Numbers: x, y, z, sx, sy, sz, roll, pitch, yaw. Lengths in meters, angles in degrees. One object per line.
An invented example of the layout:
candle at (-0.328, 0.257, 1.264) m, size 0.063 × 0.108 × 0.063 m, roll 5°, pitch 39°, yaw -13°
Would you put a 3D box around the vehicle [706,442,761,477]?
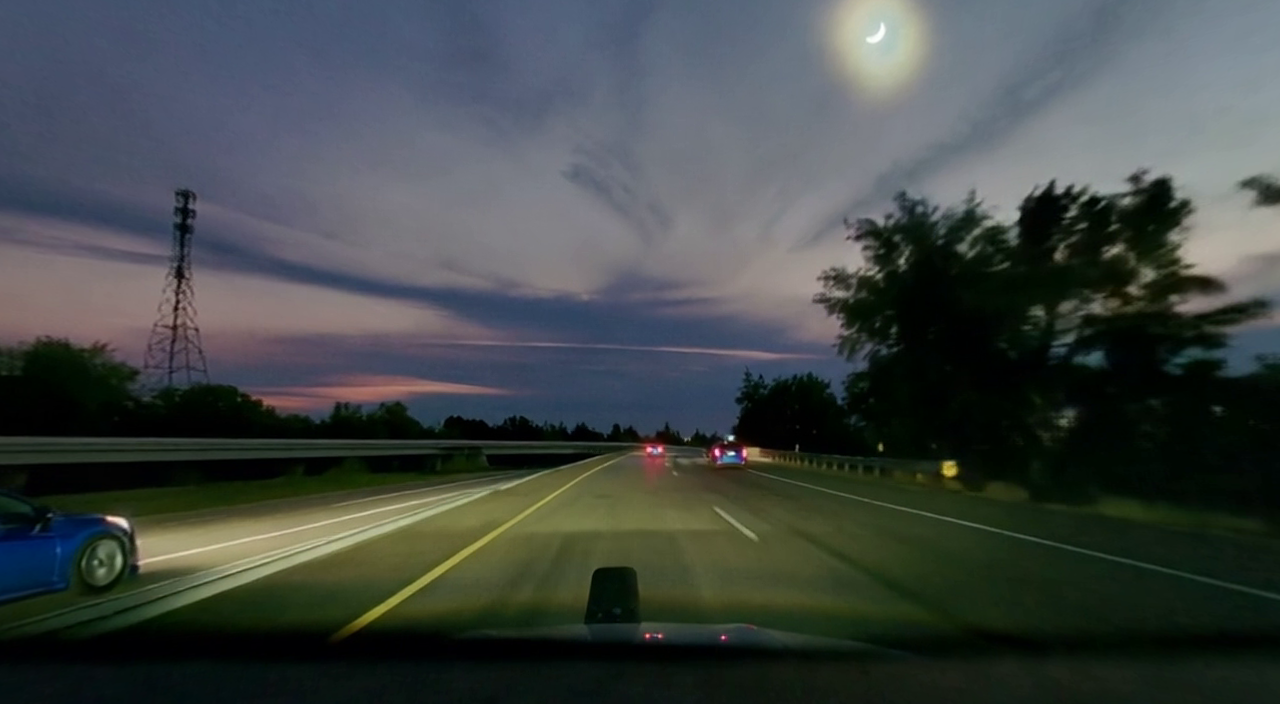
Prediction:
vehicle at (4.383, 5.085, 30.225) m, size 2.030 × 1.526 × 4.165 m, roll 0°, pitch -8°, yaw 0°
